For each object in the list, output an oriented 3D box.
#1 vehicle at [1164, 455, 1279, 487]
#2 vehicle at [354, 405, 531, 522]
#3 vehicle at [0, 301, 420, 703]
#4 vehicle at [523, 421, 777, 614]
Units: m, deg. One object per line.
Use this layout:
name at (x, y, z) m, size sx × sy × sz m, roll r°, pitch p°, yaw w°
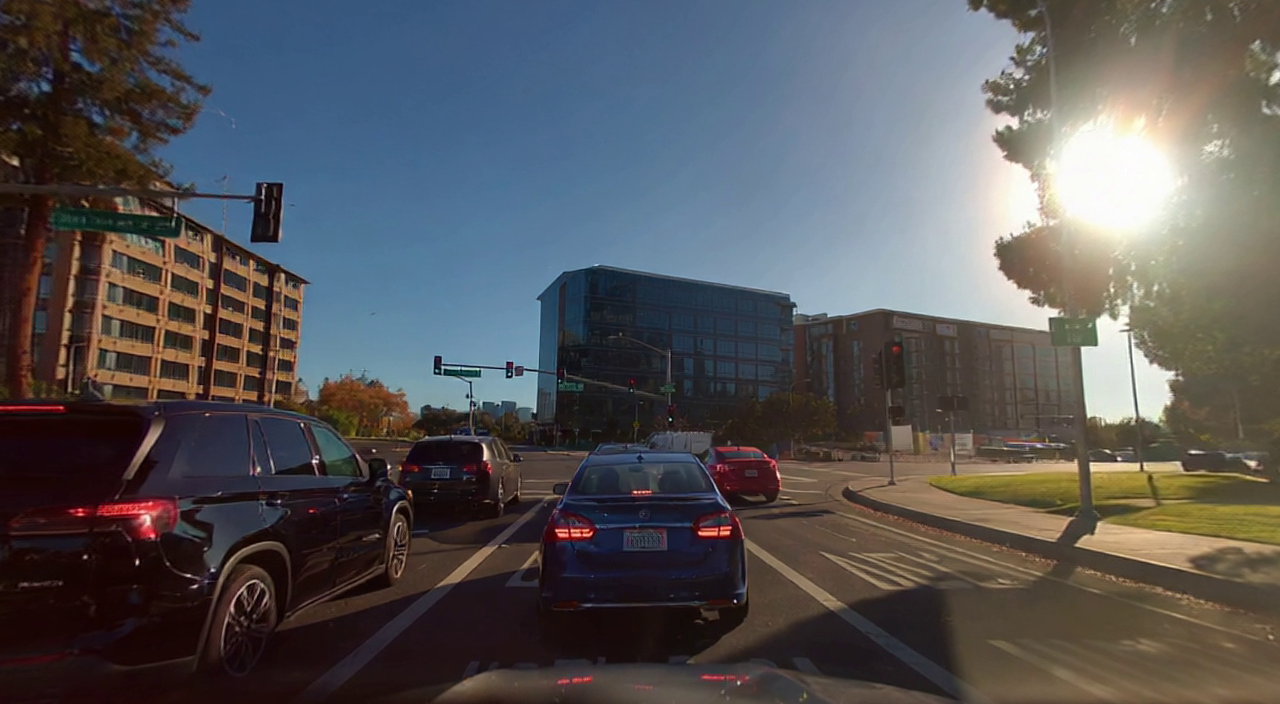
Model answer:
vehicle at (36.509, 7.446, 39.712) m, size 4.874 × 1.854 × 2.230 m, roll -1°, pitch -8°, yaw 4°
vehicle at (-3.870, 2.319, 13.700) m, size 2.305 × 1.984 × 5.586 m, roll 0°, pitch -8°, yaw -3°
vehicle at (-3.139, 1.009, 4.135) m, size 1.924 × 1.737 × 4.387 m, roll 0°, pitch -8°, yaw -2°
vehicle at (-0.060, 1.623, 7.246) m, size 2.001 × 1.483 × 4.442 m, roll 0°, pitch -8°, yaw -4°
